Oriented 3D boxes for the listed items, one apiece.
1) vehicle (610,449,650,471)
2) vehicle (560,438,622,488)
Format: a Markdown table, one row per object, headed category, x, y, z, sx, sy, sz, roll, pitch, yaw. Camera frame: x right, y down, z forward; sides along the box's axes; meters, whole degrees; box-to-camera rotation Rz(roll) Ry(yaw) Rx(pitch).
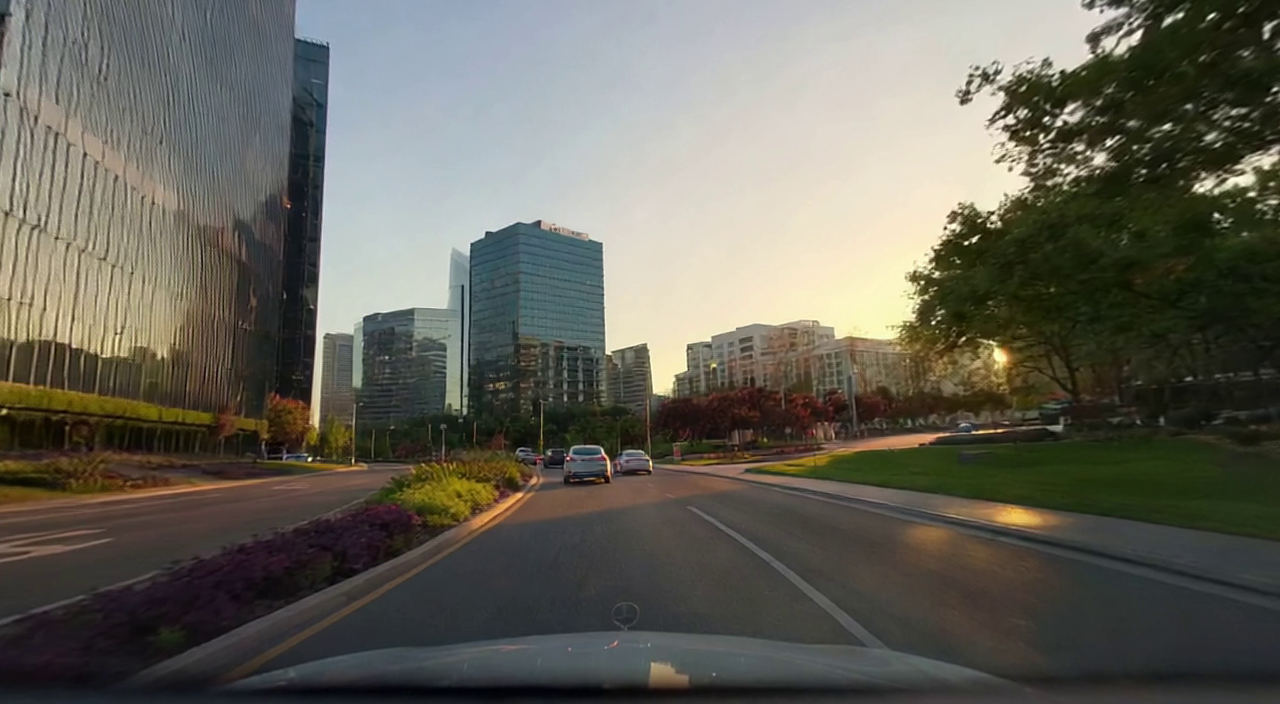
| category | x | y | z | sx | sy | sz | roll | pitch | yaw |
| --- | --- | --- | --- | --- | --- | --- | --- | --- | --- |
| vehicle | -0.803 | 7.852 | 45.863 | 2.116 | 1.506 | 4.355 | 2 | -9 | -12 |
| vehicle | -1.995 | 4.320 | 24.831 | 2.173 | 1.761 | 4.374 | 1 | -9 | -6 |
